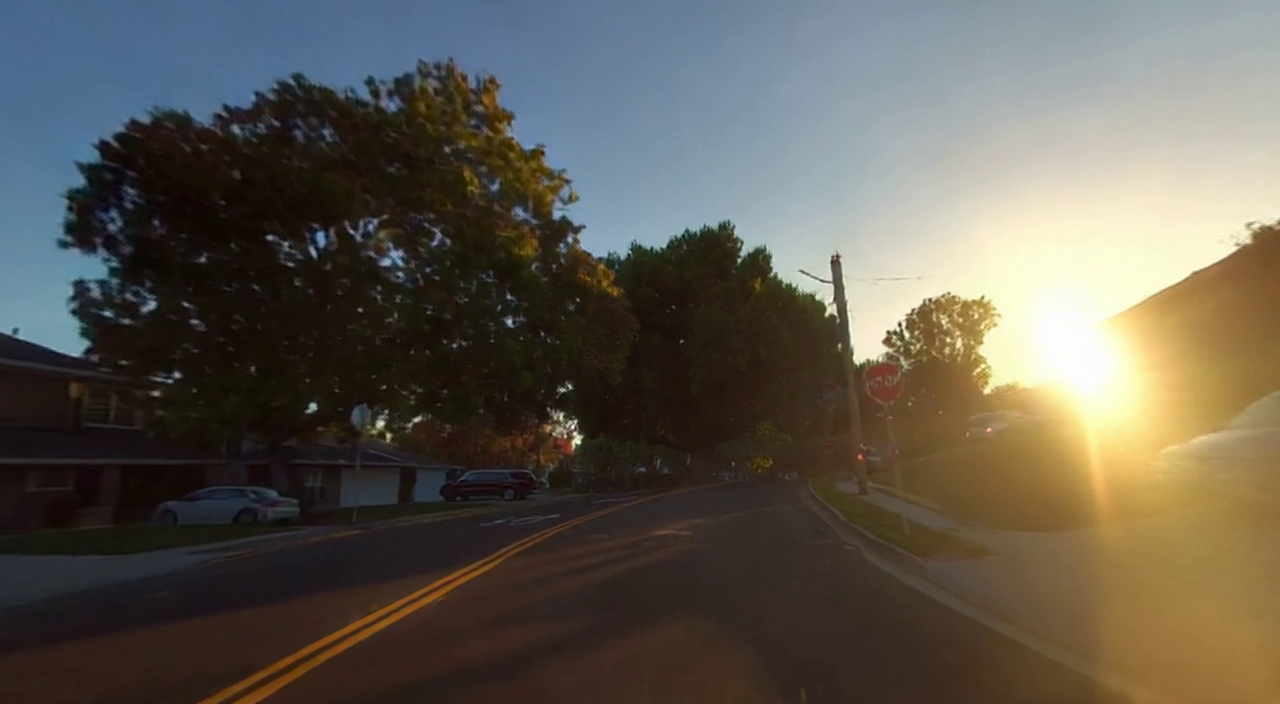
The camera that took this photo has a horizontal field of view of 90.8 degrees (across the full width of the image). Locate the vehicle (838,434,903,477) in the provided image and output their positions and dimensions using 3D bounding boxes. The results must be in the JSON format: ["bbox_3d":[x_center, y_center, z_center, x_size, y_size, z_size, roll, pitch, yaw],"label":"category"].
[{"bbox_3d":[10.863,4.907,30.150,2.163,1.885,4.804,-2,-9,12],"label":"vehicle"}]

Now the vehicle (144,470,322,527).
[{"bbox_3d":[-12.422,4.470,19.520,4.175,1.492,1.845,-1,-9,-3],"label":"vehicle"}]

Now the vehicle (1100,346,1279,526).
[{"bbox_3d":[9.045,0.991,7.973,4.740,1.638,2.018,-3,-24,-6],"label":"vehicle"}]

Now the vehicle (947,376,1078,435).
[{"bbox_3d":[16.953,2.428,28.946,4.539,2.010,2.163,-7,0,5],"label":"vehicle"}]

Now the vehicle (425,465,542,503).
[{"bbox_3d":[-8.334,7.135,34.067,5.643,1.759,2.110,-1,-19,5],"label":"vehicle"}]
